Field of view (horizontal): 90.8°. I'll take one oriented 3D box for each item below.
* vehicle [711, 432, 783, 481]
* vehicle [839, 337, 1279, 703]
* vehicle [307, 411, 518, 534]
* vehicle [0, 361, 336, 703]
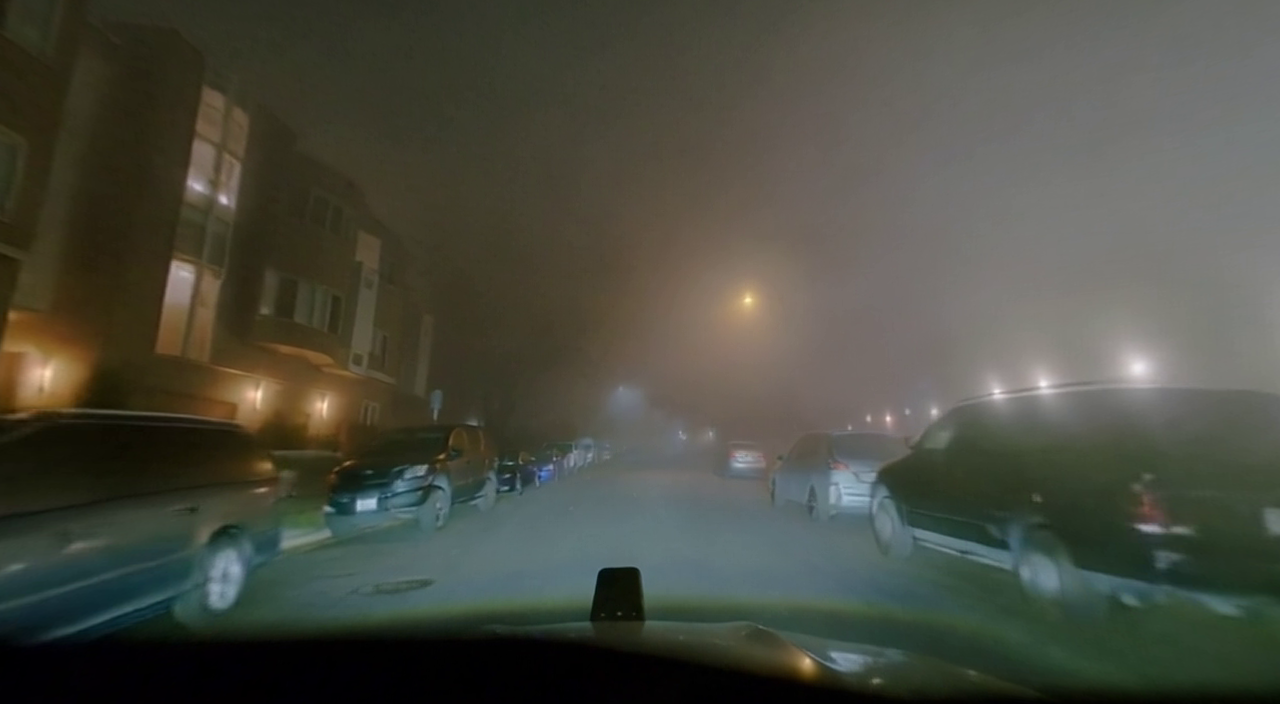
[{"bbox_3d":[4.474,4.472,27.282,2.306,1.901,4.908,0,-8,1],"label":"vehicle"},{"bbox_3d":[3.926,1.278,6.113,1.995,1.944,5.400,0,-8,-3],"label":"vehicle"},{"bbox_3d":[-4.560,2.529,13.943,2.461,2.145,5.415,0,-8,2],"label":"vehicle"},{"bbox_3d":[-4.677,1.141,4.108,2.683,1.923,5.421,0,-8,0],"label":"vehicle"}]
